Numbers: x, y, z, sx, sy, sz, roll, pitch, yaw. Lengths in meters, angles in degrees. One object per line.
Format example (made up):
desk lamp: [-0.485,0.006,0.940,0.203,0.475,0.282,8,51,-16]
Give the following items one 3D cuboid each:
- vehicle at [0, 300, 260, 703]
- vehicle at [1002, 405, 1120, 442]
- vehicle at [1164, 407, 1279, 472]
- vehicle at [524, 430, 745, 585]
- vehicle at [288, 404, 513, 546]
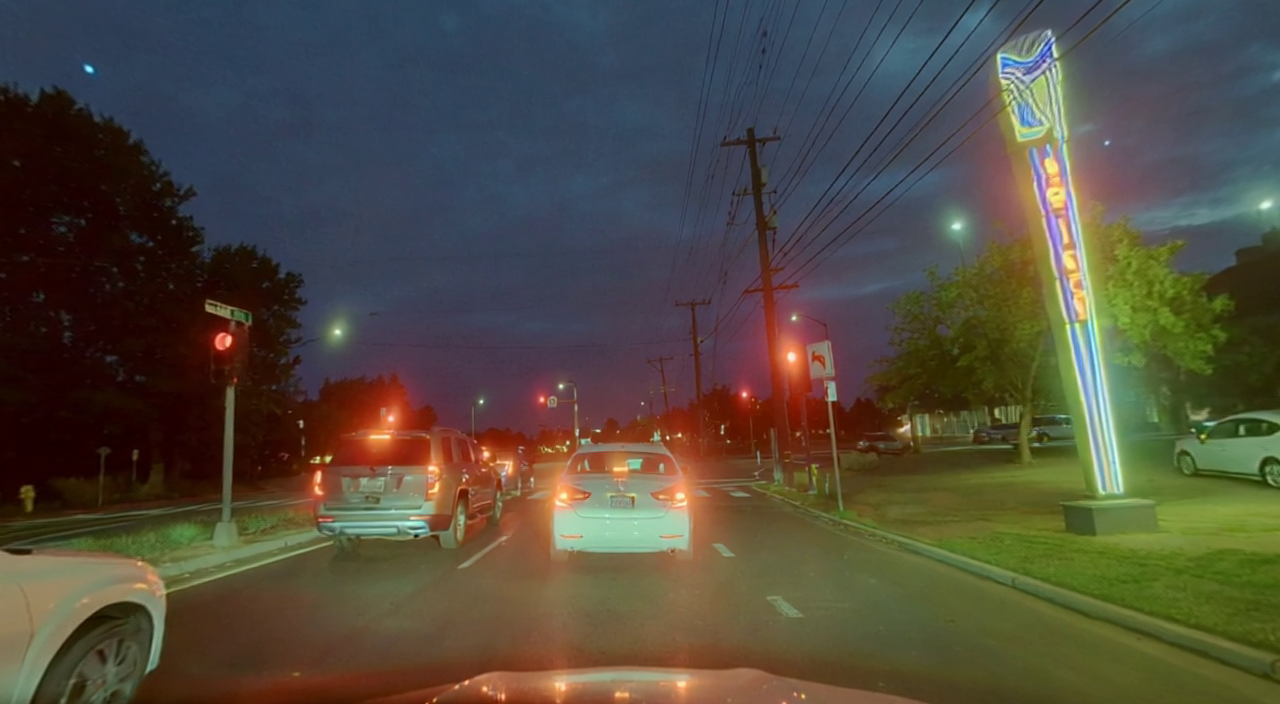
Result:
vehicle: [-3.587,0.636,1.530,2.085,1.943,5.053,0,-8,1]
vehicle: [26.852,4.634,40.509,5.782,2.286,2.223,-1,-9,4]
vehicle: [17.014,2.548,18.279,1.858,1.622,4.491,-5,-10,28]
vehicle: [-0.099,1.801,8.143,2.121,1.474,3.968,0,-8,-1]
vehicle: [-3.848,2.086,11.372,2.147,1.963,4.927,0,-8,-1]
